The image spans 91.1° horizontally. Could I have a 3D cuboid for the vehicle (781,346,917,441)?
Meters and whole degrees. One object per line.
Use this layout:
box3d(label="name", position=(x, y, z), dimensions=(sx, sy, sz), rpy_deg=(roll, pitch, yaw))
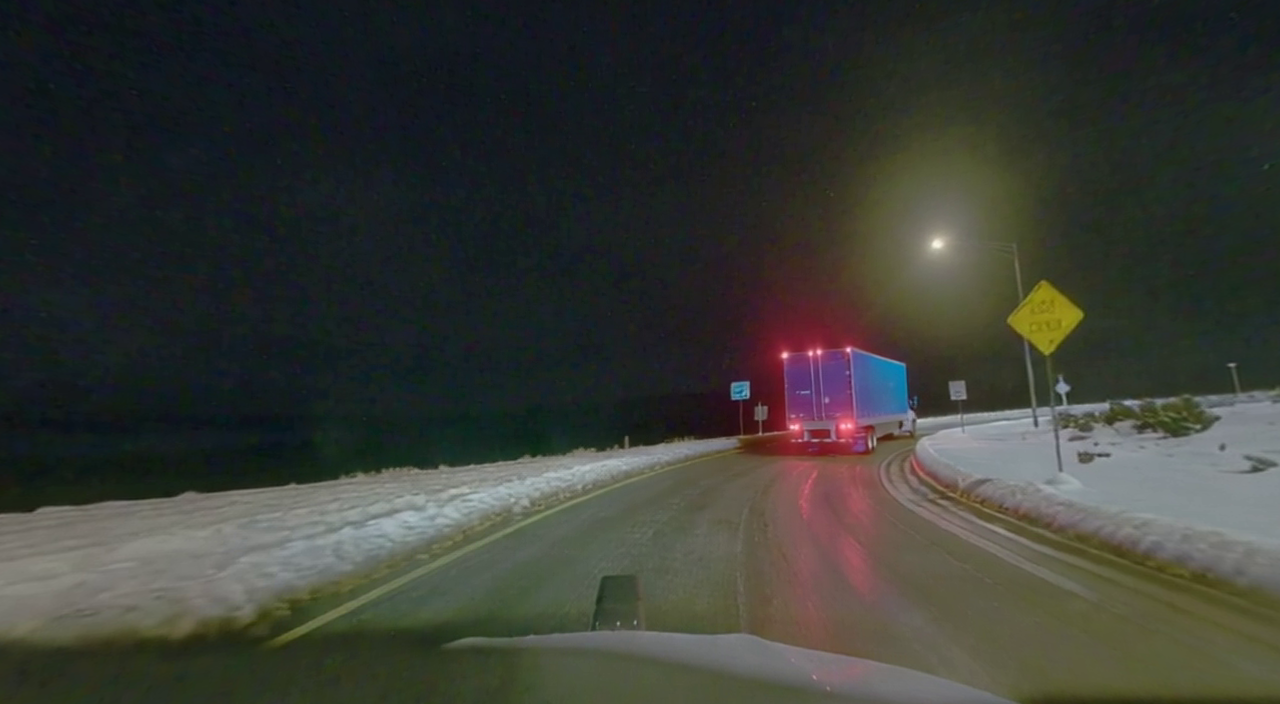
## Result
box3d(label="vehicle", position=(10.083, 2.300, 29.327), dimensions=(2.837, 3.712, 10.484), rpy_deg=(-6, -10, 35))
